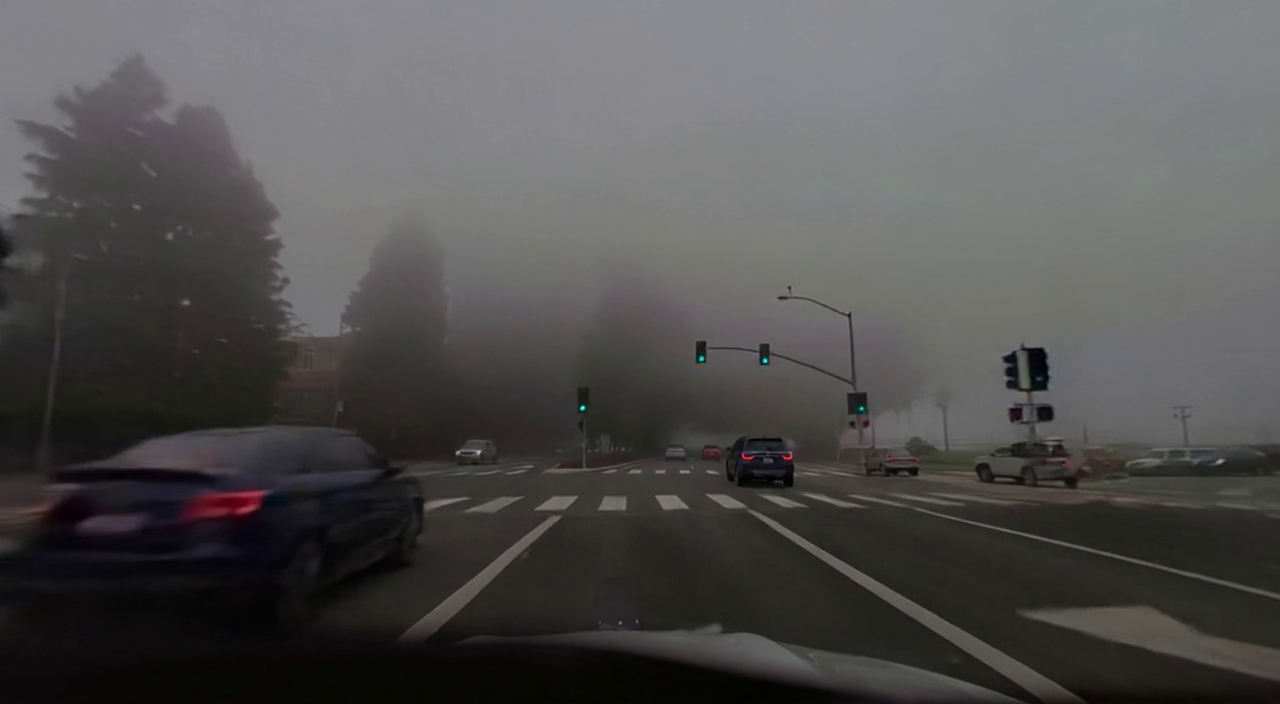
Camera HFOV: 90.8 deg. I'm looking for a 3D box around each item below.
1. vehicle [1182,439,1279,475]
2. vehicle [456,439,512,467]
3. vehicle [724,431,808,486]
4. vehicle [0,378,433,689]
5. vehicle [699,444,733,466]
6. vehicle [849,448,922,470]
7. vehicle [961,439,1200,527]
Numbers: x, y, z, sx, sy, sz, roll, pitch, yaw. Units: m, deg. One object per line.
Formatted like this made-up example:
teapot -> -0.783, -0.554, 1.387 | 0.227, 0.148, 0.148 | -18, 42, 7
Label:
vehicle -> 34.029, 5.914, 35.753 | 5.840, 1.902, 2.220 | 3, -9, -18
vehicle -> -10.391, 6.743, 42.426 | 2.155, 1.768, 4.904 | -1, -9, 4
vehicle -> 4.555, 3.945, 23.665 | 2.209, 1.813, 4.724 | 0, -9, 1
vehicle -> -3.762, 1.403, 6.099 | 2.258, 1.812, 4.650 | 1, -9, -5
vehicle -> 5.226, 7.159, 44.179 | 2.064, 1.474, 4.389 | 0, -9, 3
vehicle -> 18.043, 7.853, 46.681 | 2.040, 1.472, 4.846 | 5, -10, -28
vehicle -> 8.631, 2.564, 12.967 | 1.949, 1.492, 4.103 | 0, -9, 0
